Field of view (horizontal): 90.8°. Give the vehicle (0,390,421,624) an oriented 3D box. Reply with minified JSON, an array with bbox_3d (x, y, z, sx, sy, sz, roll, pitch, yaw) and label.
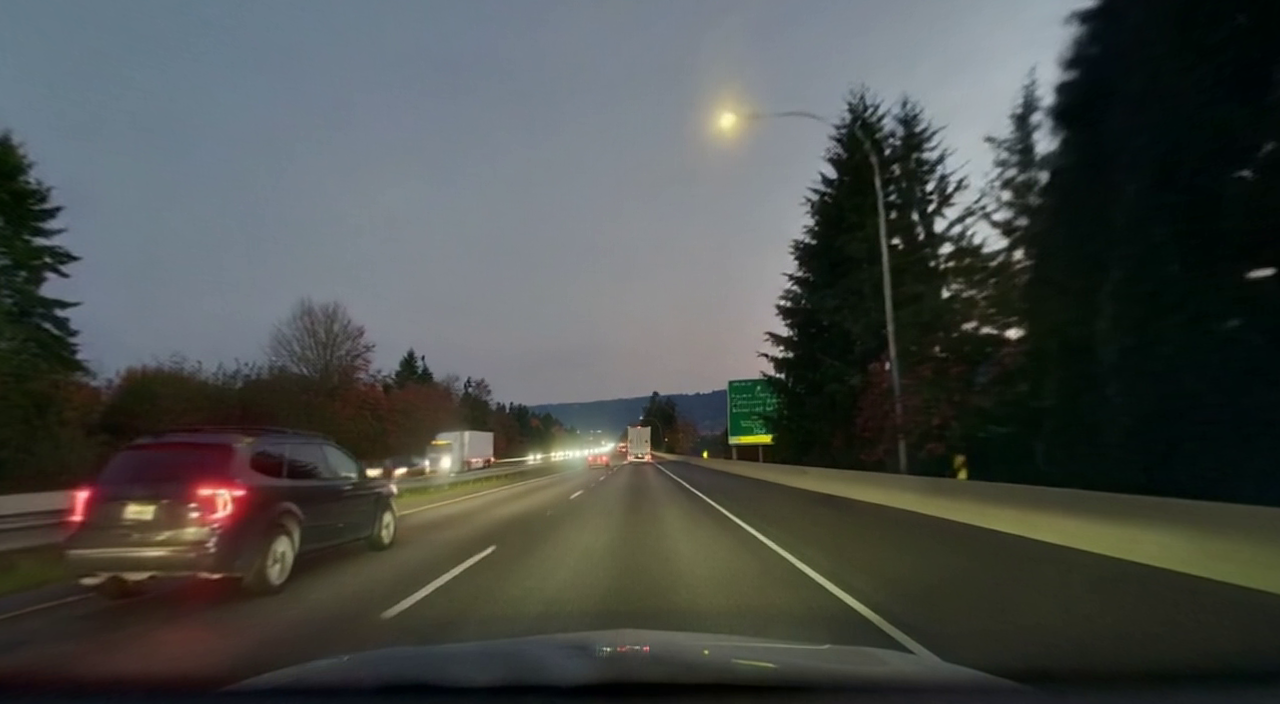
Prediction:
[{"bbox_3d":[-4.485,1.594,7.411,2.079,1.845,4.654,0,-9,1],"label":"vehicle"}]
